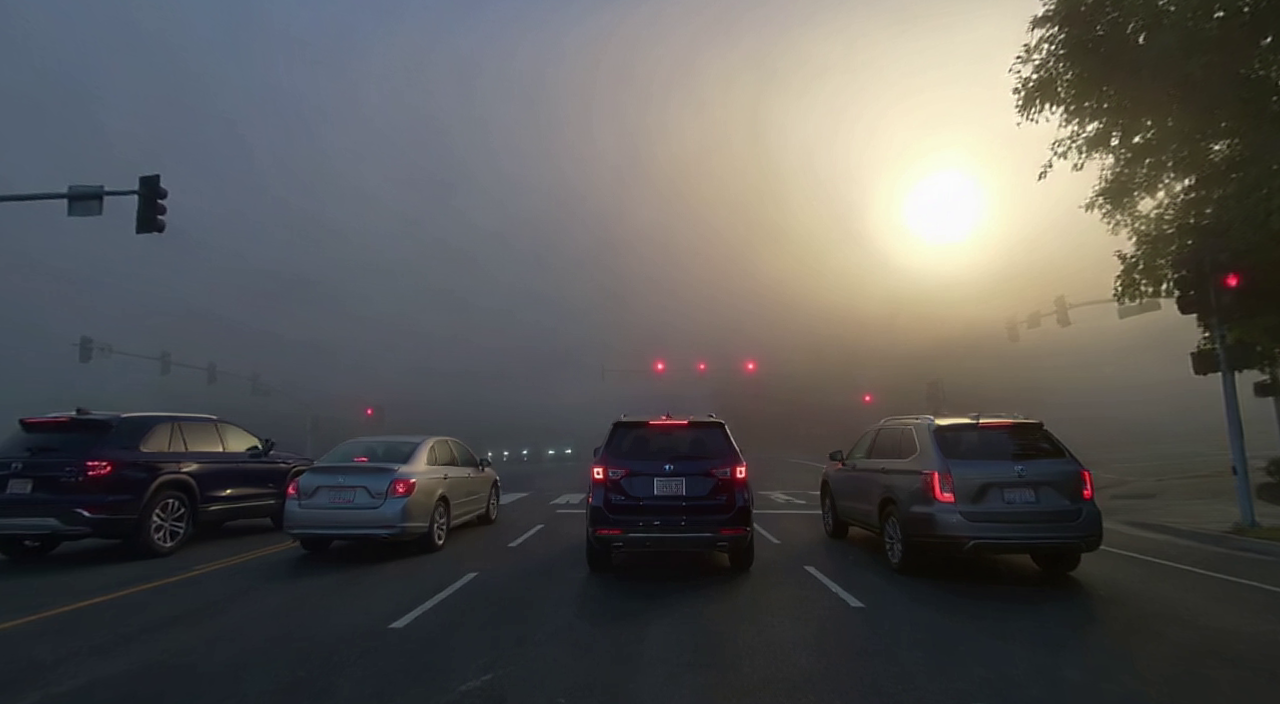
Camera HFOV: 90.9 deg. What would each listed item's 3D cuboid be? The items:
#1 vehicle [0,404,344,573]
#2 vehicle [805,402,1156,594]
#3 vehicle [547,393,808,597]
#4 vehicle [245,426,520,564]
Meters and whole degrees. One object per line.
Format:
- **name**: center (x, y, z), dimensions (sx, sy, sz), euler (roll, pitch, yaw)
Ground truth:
- **vehicle**: center (-6.629, 1.823, 9.242), dimensions (2.075, 1.796, 4.785), euler (0, -8, 2)
- **vehicle**: center (3.527, 1.586, 7.738), dimensions (2.047, 1.638, 4.395), euler (-1, -8, 4)
- **vehicle**: center (0.391, 1.517, 7.493), dimensions (2.198, 1.708, 4.170), euler (0, -8, 2)
- **vehicle**: center (-3.242, 1.882, 9.102), dimensions (1.885, 1.475, 4.359), euler (-1, -8, 4)
